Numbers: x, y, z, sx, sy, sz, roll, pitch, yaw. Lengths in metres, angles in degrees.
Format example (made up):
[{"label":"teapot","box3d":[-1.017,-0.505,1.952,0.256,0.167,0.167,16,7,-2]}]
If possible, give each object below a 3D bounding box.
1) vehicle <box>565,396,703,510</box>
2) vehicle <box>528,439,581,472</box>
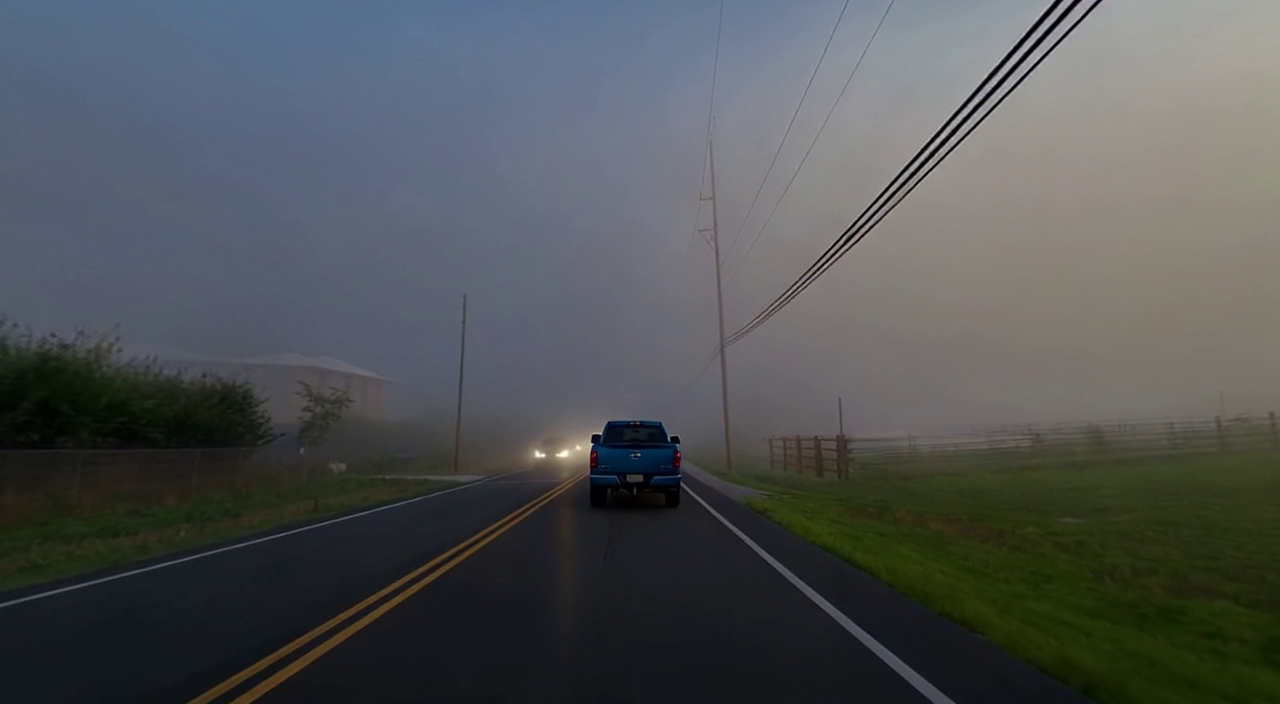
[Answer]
[{"label":"vehicle","box3d":[-0.169,2.412,15.376,2.693,2.223,5.885,0,-8,-1]},{"label":"vehicle","box3d":[-4.153,5.118,31.409,1.935,1.489,4.495,0,-8,1]}]
